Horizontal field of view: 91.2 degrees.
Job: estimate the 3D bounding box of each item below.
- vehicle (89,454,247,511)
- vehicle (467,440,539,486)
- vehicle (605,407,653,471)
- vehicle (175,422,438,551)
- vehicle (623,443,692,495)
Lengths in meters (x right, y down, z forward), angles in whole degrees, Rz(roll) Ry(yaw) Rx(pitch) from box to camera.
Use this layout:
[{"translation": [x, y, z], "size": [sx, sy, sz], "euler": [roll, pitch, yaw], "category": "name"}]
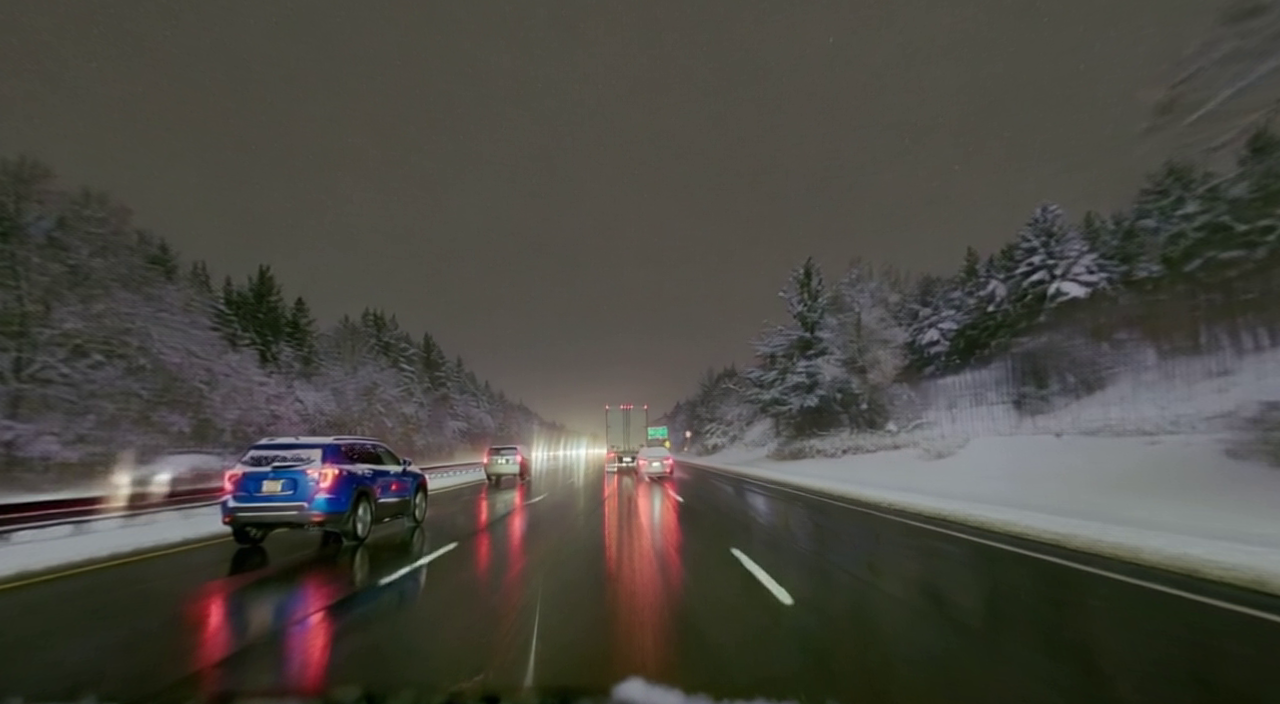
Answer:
[{"translation": [-13.902, 3.831, 18.780], "size": [1.792, 1.467, 3.809], "euler": [0, -9, -2], "category": "vehicle"}, {"translation": [-5.401, 4.421, 25.240], "size": [2.035, 1.664, 4.064], "euler": [0, -9, -1], "category": "vehicle"}, {"translation": [-0.954, 6.495, 46.255], "size": [3.113, 4.066, 10.786], "euler": [0, -9, -2], "category": "vehicle"}, {"translation": [-5.055, 2.086, 10.342], "size": [2.100, 1.671, 4.105], "euler": [0, -9, -1], "category": "vehicle"}, {"translation": [0.458, 3.750, 20.426], "size": [2.026, 1.489, 4.045], "euler": [0, -9, -1], "category": "vehicle"}]
